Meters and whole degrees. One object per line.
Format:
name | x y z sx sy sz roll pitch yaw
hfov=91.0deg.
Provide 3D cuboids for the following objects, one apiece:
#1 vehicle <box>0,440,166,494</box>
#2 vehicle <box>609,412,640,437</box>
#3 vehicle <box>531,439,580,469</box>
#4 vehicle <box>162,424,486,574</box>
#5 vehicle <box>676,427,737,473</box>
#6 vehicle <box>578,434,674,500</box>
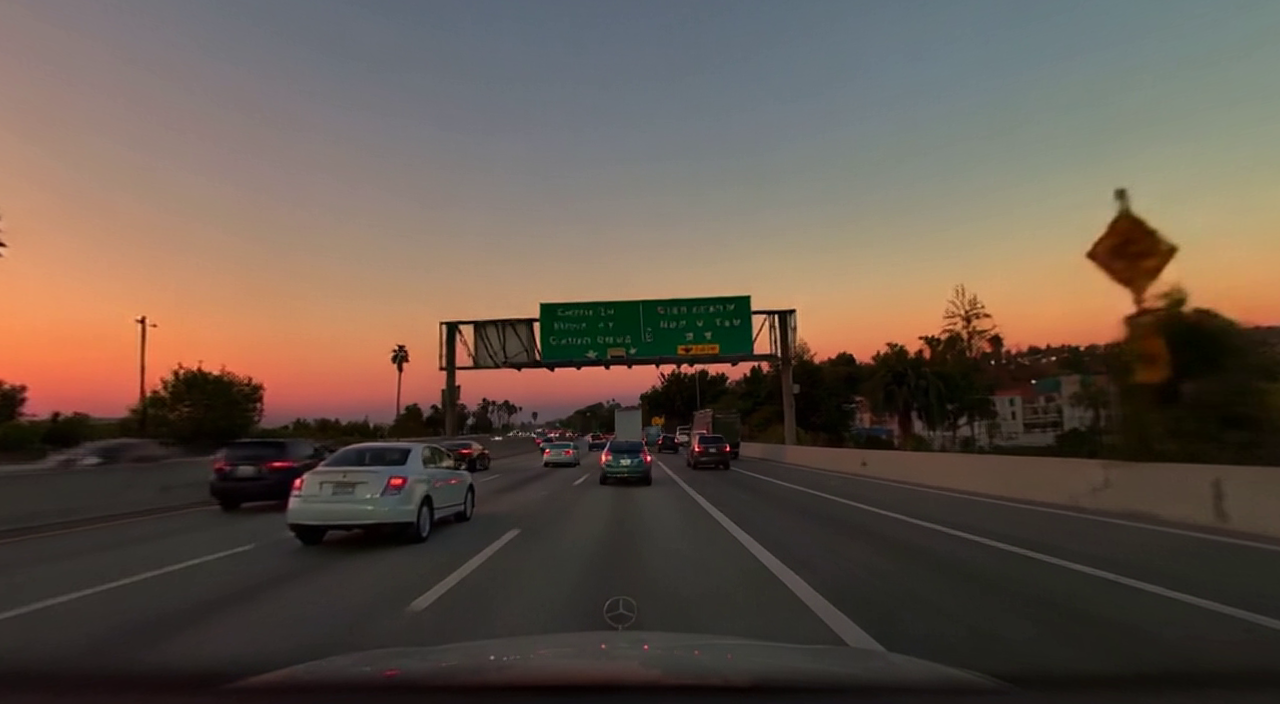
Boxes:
vehicle | -20.645 4.163 23.352 2.213 1.741 5.092 0 -8 -2
vehicle | -1.145 5.513 47.466 2.206 1.803 4.569 0 -8 -1
vehicle | -4.254 5.228 32.406 1.998 1.423 4.436 0 -8 -1
vehicle | -3.710 1.792 8.567 2.064 1.475 4.489 0 -8 0
vehicle | 2.891 4.394 28.339 2.173 1.870 4.499 0 -8 -1
vehicle | -0.304 2.871 16.128 2.136 1.470 3.971 0 -8 0
